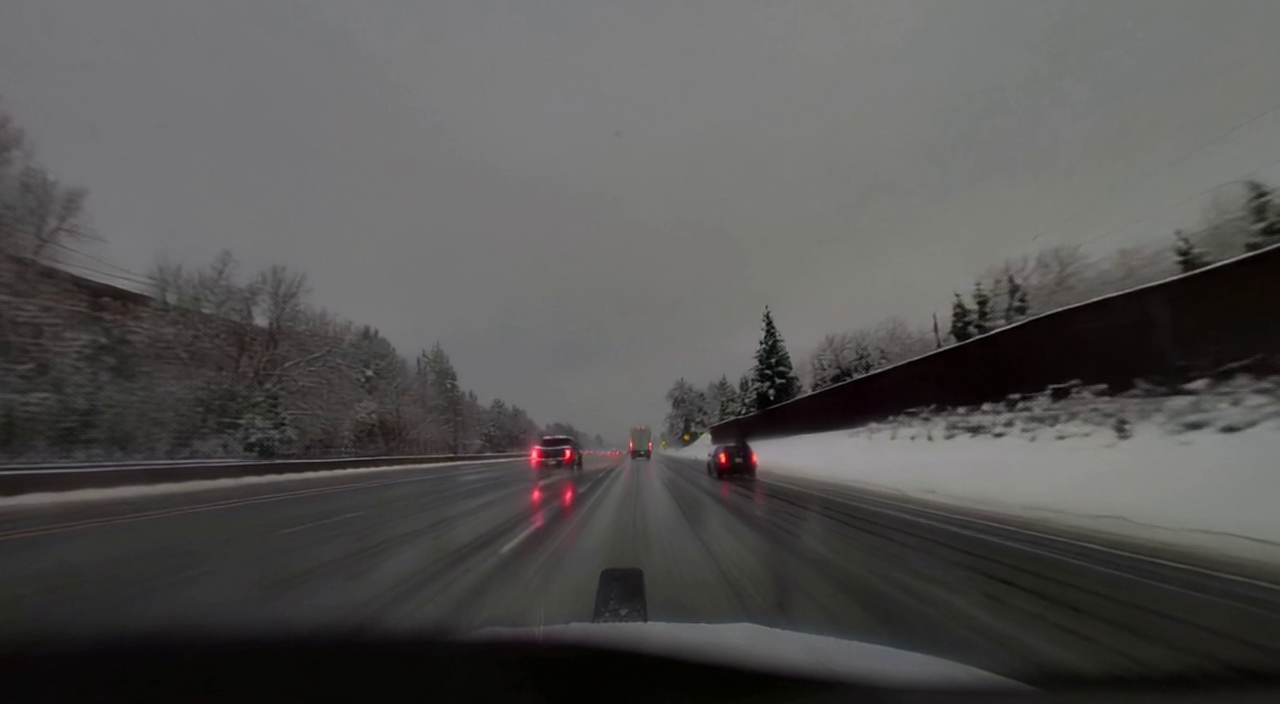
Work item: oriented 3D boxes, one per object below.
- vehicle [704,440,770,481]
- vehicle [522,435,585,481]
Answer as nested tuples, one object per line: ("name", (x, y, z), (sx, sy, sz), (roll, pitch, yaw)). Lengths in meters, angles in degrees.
("vehicle", (3.972, 4.538, 26.563), (1.973, 1.536, 4.337), (0, -9, -1))
("vehicle", (-3.675, 4.610, 27.608), (2.014, 1.811, 4.369), (-1, -9, 2))
